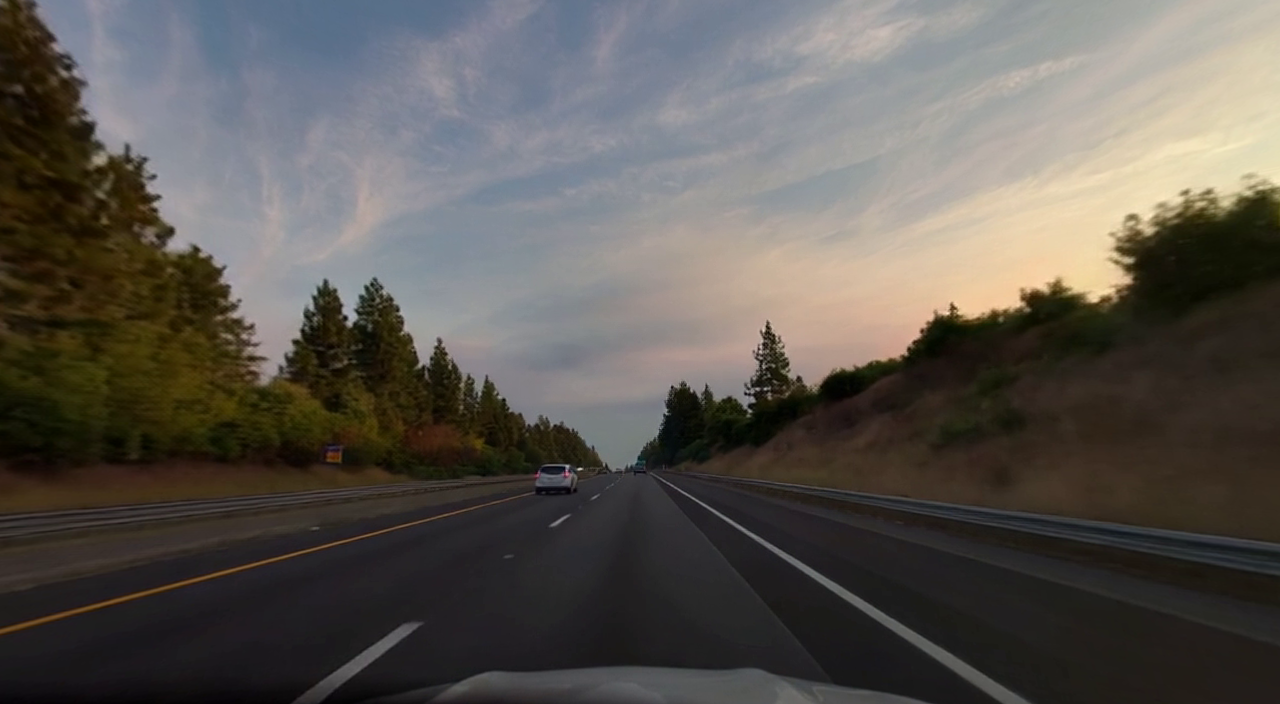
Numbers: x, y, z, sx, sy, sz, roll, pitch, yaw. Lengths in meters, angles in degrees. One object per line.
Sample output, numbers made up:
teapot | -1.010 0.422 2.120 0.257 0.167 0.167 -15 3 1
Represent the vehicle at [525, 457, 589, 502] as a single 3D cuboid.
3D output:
vehicle | -3.162 4.984 24.839 1.900 1.550 4.146 1 -10 1
